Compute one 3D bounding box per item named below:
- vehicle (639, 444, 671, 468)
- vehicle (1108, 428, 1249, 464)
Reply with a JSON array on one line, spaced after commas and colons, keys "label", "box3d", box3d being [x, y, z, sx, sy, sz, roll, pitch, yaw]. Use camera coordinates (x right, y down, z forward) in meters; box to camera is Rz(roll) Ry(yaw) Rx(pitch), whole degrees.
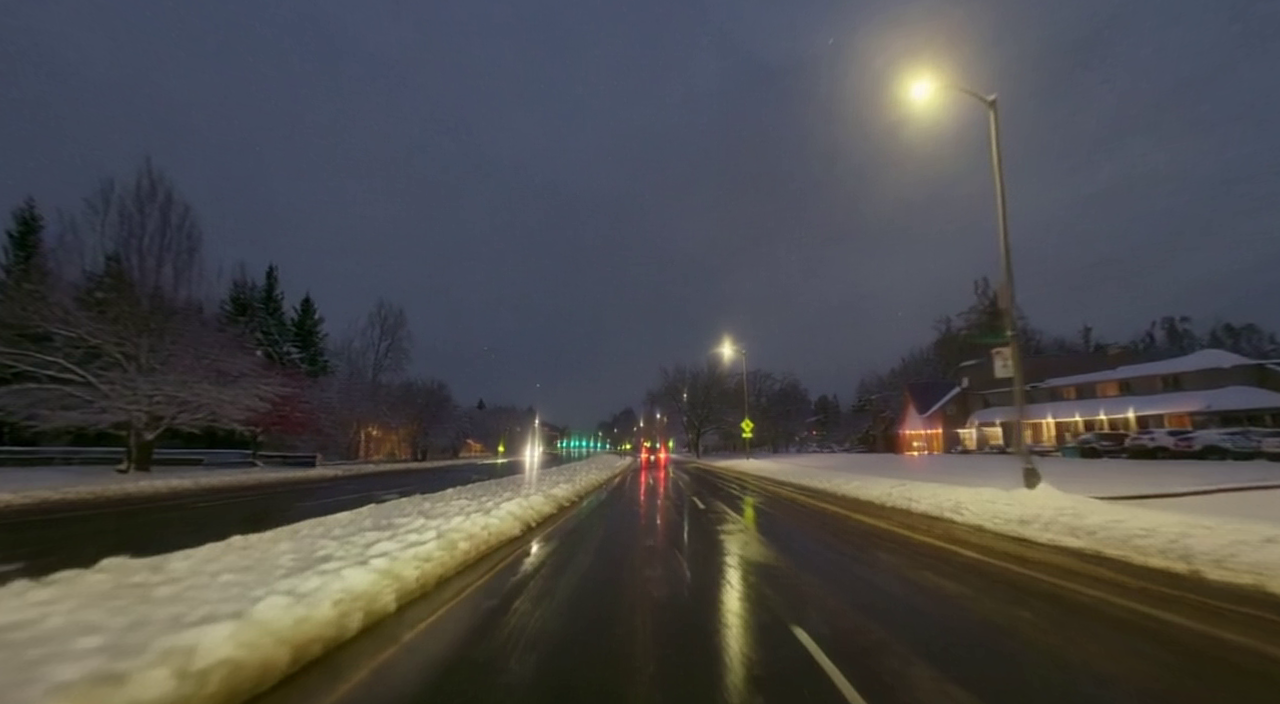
[{"label": "vehicle", "box3d": [1.026, 7.432, 45.236, 2.158, 1.600, 3.865, 0, -8, -1]}, {"label": "vehicle", "box3d": [26.885, 4.740, 31.875, 2.143, 1.623, 5.235, 1, -8, -7]}]
